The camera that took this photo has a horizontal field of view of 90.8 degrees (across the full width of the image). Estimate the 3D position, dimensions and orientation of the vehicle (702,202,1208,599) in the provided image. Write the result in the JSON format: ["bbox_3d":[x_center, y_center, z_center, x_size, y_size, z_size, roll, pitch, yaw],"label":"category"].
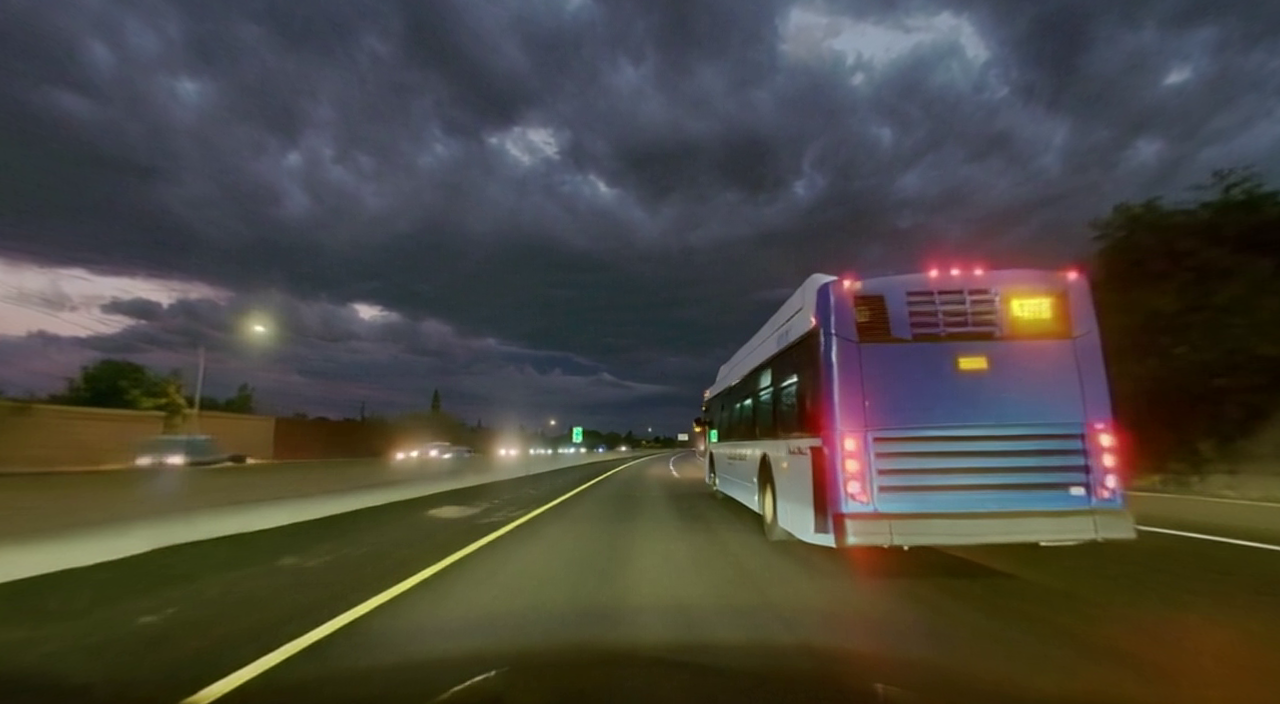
[{"bbox_3d":[3.449,1.445,12.938,3.144,3.580,14.591,0,-9,1],"label":"vehicle"}]

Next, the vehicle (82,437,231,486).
[{"bbox_3d":[-21.396,4.859,28.397,2.115,1.932,5.596,-1,-9,2],"label":"vehicle"}]

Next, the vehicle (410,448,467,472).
[{"bbox_3d":[-13.691,7.339,43.183,2.099,1.471,4.756,-1,-9,3],"label":"vehicle"}]
